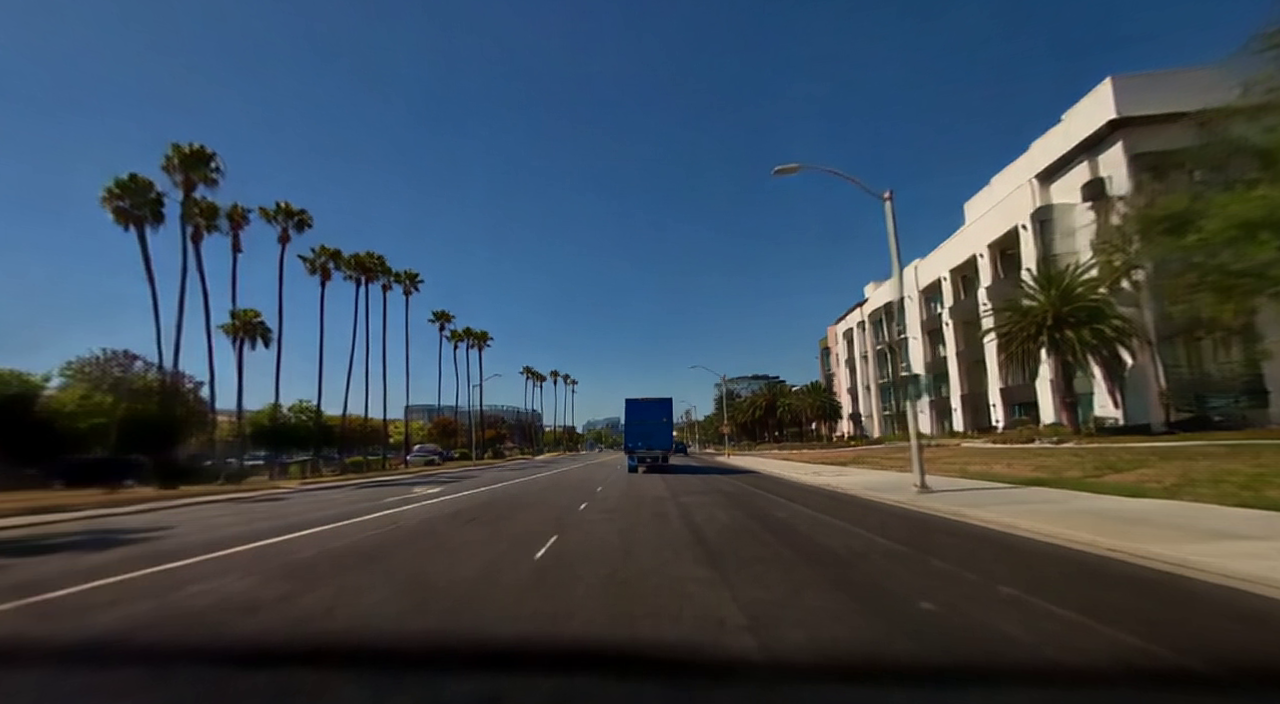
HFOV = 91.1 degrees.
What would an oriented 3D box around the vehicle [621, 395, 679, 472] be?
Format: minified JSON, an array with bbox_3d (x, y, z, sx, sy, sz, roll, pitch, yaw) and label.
[{"bbox_3d":[0.371,5.097,38.341,2.992,3.949,11.815,0,-9,-1],"label":"vehicle"}]
